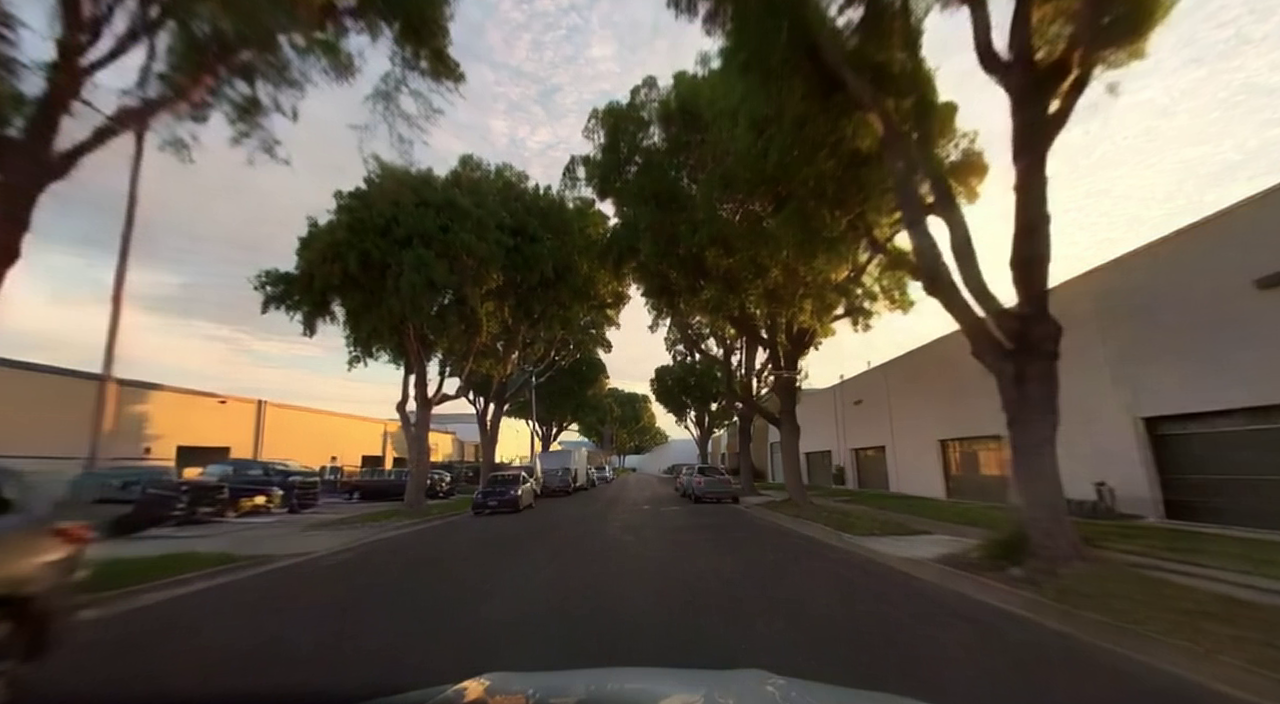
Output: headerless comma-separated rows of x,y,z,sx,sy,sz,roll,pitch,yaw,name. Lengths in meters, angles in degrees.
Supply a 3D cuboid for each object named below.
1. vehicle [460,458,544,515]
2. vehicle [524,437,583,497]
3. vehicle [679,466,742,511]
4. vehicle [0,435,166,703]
-4.318,4.293,20.302,1.835,1.625,3.674,1,-11,1,vehicle
-4.259,5.886,32.102,2.242,2.726,5.581,1,-11,-1,vehicle
2.477,4.954,23.148,1.819,1.446,3.909,1,-11,-1,vehicle
-4.426,1.077,2.227,1.927,1.580,4.556,-1,-9,0,vehicle
